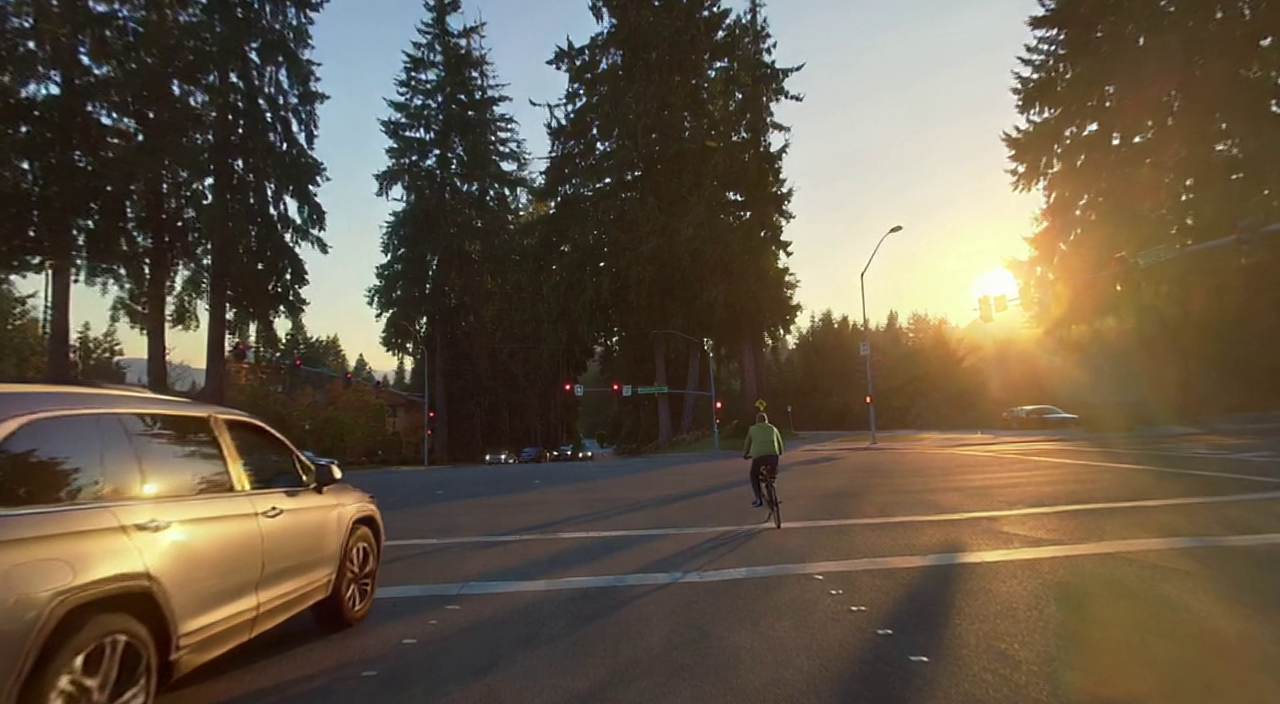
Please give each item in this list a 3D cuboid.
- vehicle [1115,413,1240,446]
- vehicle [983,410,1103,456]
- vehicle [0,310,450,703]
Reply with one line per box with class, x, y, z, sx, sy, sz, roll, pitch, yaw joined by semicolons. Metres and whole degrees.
vehicle;25.749;3.743;30.249;4.716;1.507;1.904;2;-9;-11
vehicle;18.579;3.762;29.154;4.237;1.948;1.997;0;-9;-9
vehicle;-2.971;1.065;4.026;2.049;1.756;4.602;0;-8;0
